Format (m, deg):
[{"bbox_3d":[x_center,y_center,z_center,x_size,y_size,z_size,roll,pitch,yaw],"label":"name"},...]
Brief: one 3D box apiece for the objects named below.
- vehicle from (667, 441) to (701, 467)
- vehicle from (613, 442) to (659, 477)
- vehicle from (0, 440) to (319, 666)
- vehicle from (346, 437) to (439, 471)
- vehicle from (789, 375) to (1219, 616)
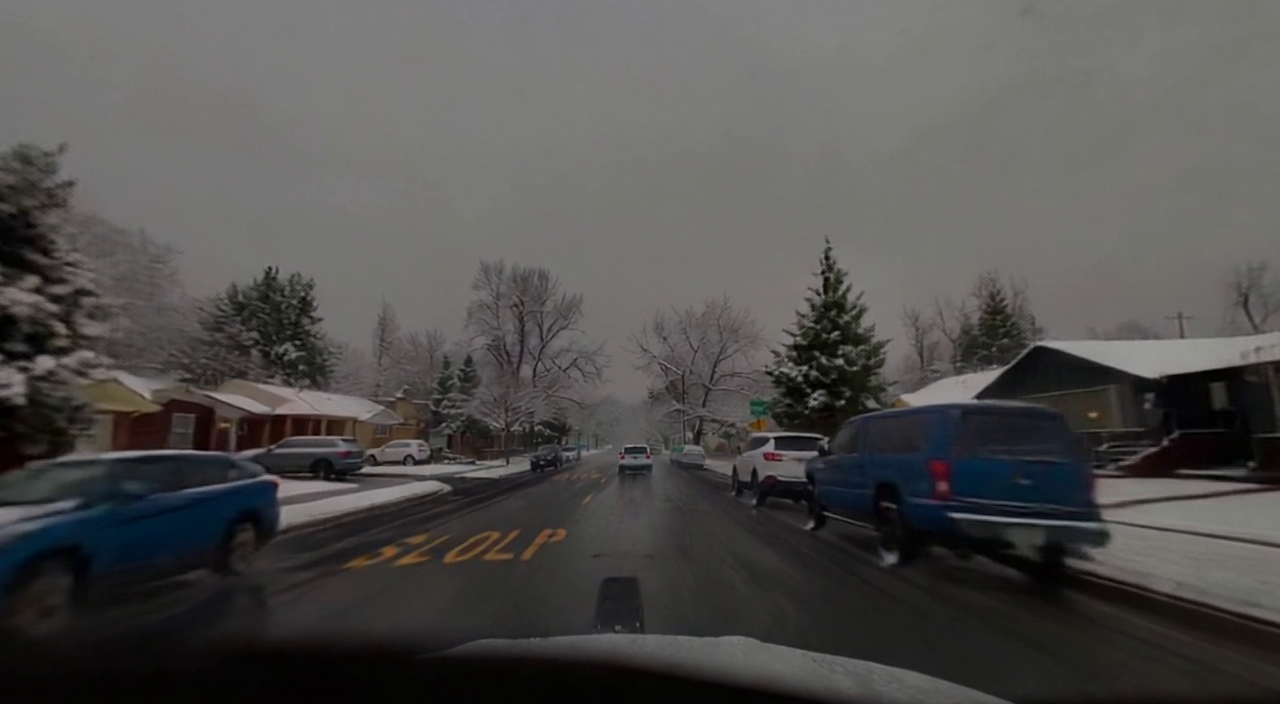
[{"bbox_3d":[3.005,7.041,43.826,1.978,1.690,4.306,0,-8,-1],"label":"vehicle"},{"bbox_3d":[-0.193,4.899,29.081,2.000,1.449,4.006,0,-8,-1],"label":"vehicle"},{"bbox_3d":[-5.257,1.638,6.023,1.984,1.498,4.508,-3,-8,1],"label":"vehicle"},{"bbox_3d":[-13.524,5.577,34.716,4.253,1.772,1.980,1,-9,-3],"label":"vehicle"},{"bbox_3d":[3.576,1.539,7.711,2.221,1.960,4.927,0,-8,-1],"label":"vehicle"}]
